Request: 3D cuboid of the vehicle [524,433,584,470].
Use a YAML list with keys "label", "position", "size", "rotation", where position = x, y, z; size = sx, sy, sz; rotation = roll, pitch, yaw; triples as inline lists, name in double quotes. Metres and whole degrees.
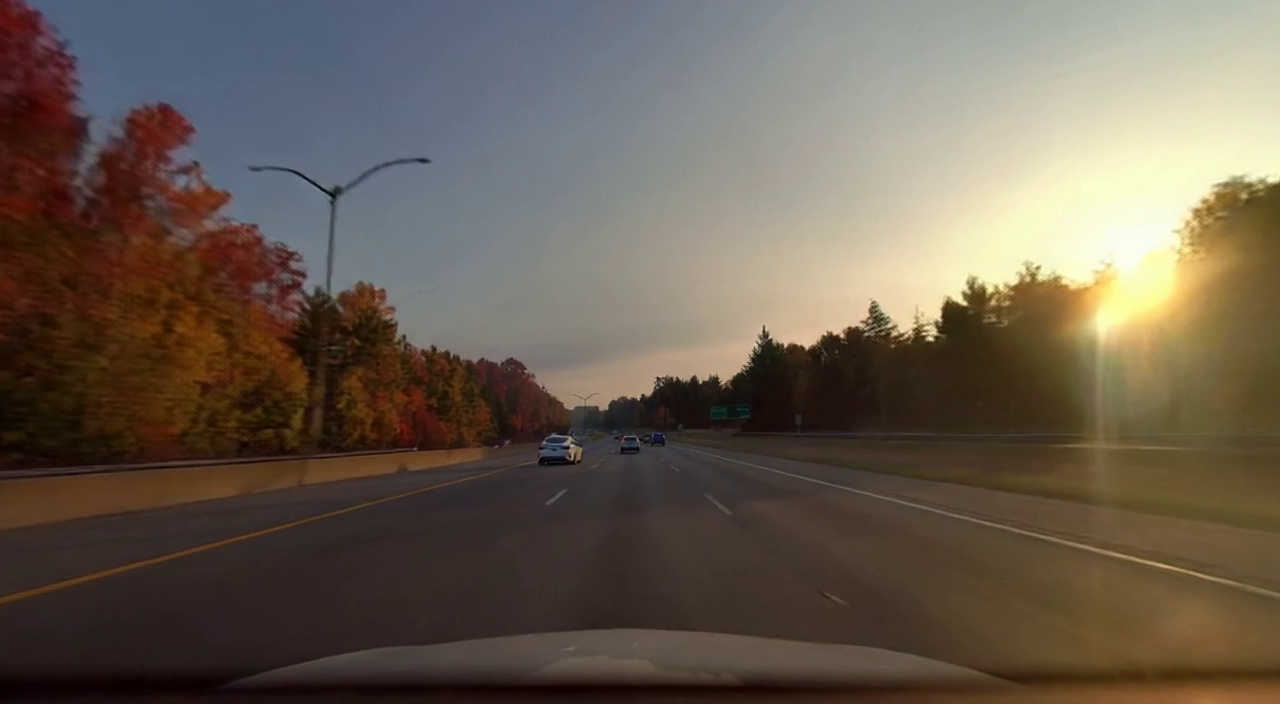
- label: "vehicle"
  position: [-3.766, 4.430, 28.372]
  size: [2.103, 1.507, 4.367]
  rotation: [0, -8, 0]
